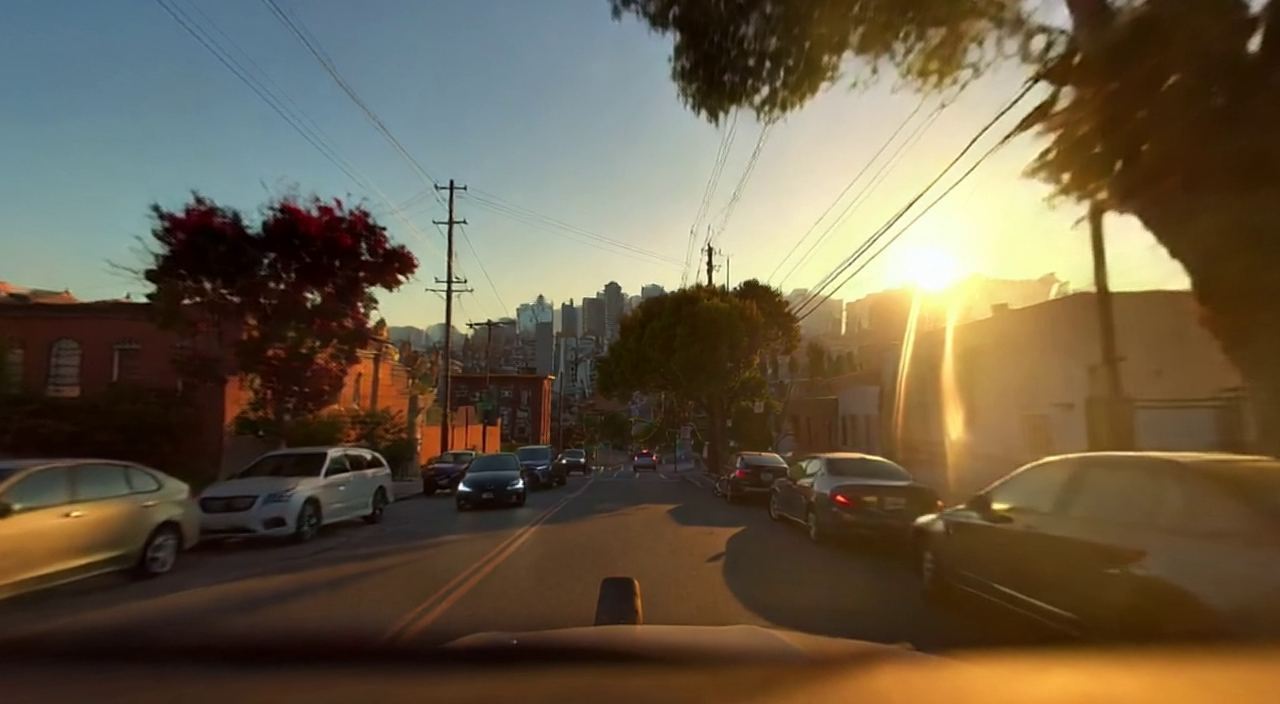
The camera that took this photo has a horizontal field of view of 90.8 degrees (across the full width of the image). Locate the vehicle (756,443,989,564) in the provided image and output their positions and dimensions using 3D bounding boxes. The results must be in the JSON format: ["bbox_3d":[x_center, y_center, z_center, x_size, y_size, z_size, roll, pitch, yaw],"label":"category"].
[{"bbox_3d":[3.326,2.227,10.258,1.946,1.474,4.710,0,-8,-1],"label":"vehicle"}]

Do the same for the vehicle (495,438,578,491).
[{"bbox_3d":[-3.886,4.313,24.634,2.236,1.834,4.743,-1,-8,3],"label":"vehicle"}]

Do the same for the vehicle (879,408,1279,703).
[{"bbox_3d":[3.357,1.233,4.048,1.895,1.553,4.235,0,-8,-1],"label":"vehicle"}]

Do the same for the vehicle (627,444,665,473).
[{"bbox_3d":[0.450,6.626,39.580,2.059,1.736,3.994,-1,-8,5],"label":"vehicle"}]

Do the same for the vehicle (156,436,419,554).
[{"bbox_3d":[-6.758,2.746,13.227,2.263,1.882,5.706,0,-8,-1],"label":"vehicle"}]

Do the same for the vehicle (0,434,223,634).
[{"bbox_3d":[-6.687,1.745,6.447,1.925,1.759,4.396,0,-8,-2],"label":"vehicle"}]

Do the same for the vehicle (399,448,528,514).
[{"bbox_3d":[-5.066,3.469,17.642,1.994,1.510,4.802,5,-10,-33],"label":"vehicle"}]
